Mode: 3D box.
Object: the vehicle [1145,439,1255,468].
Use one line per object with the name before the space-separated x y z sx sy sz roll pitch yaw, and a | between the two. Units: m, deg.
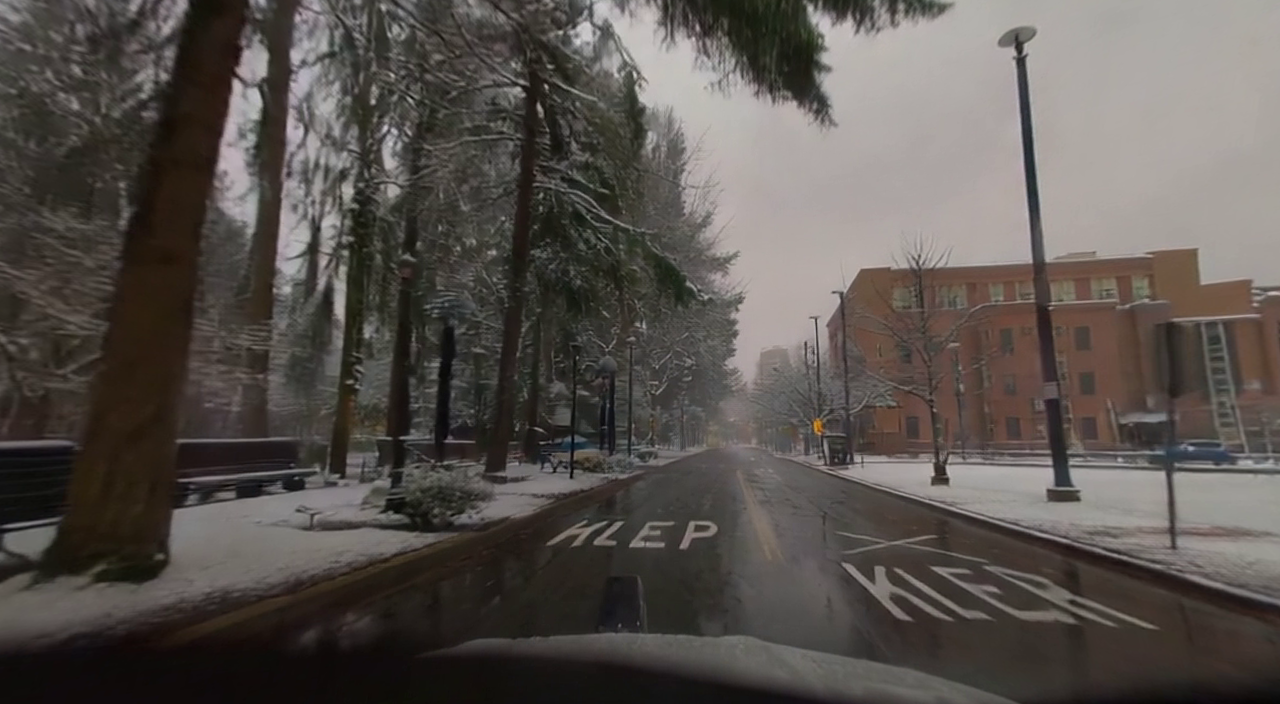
vehicle | 38.289 6.956 43.319 5.090 1.925 2.103 -2 -9 11
